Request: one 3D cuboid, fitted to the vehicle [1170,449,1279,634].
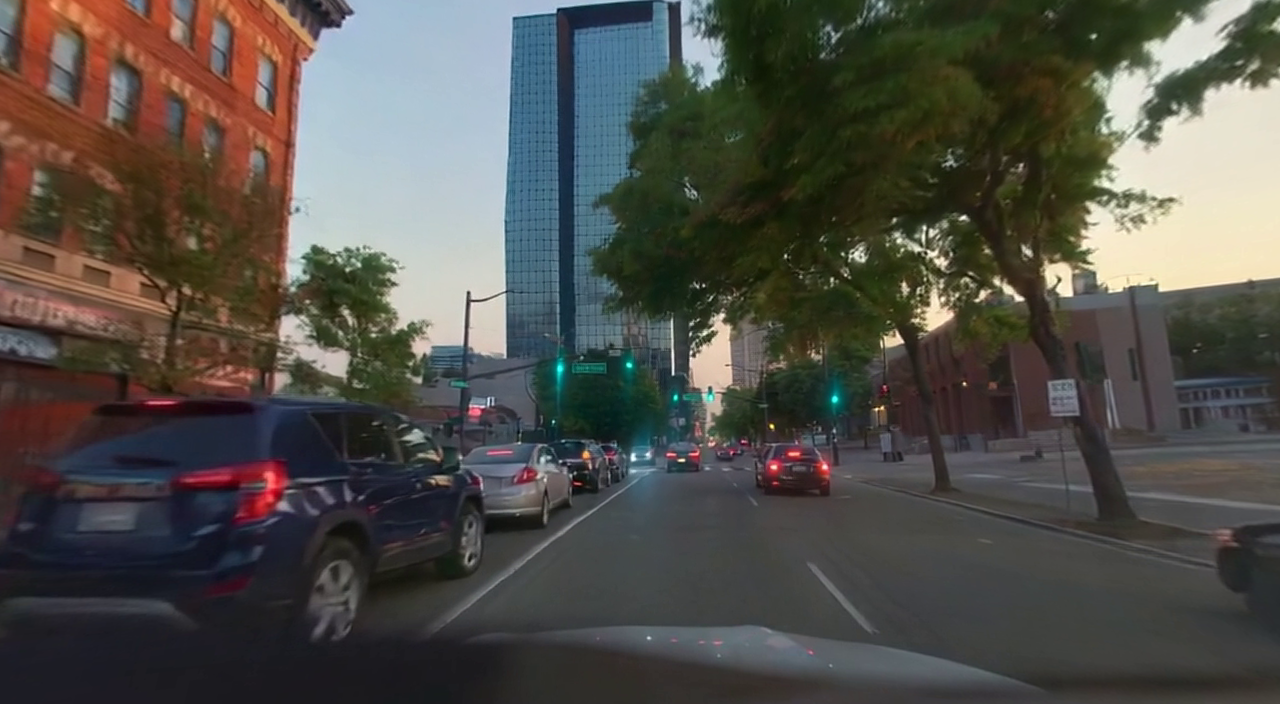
[{"bbox_3d":[5.991,1.325,3.733,1.956,1.446,4.537,-1,-8,4],"label":"vehicle"}]

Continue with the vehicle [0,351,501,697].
[{"bbox_3d":[-2.885,1.220,5.596,2.043,1.819,4.294,-1,-8,4],"label":"vehicle"}]

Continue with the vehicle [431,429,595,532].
[{"bbox_3d":[-2.095,2.277,11.844,1.857,1.531,4.481,-1,-8,4],"label":"vehicle"}]

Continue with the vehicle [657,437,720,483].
[{"bbox_3d":[1.784,3.953,23.358,2.102,1.521,4.078,-1,-8,4],"label":"vehicle"}]

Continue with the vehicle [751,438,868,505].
[{"bbox_3d":[4.197,3.022,16.458,2.150,1.464,4.467,-1,-8,5],"label":"vehicle"}]
